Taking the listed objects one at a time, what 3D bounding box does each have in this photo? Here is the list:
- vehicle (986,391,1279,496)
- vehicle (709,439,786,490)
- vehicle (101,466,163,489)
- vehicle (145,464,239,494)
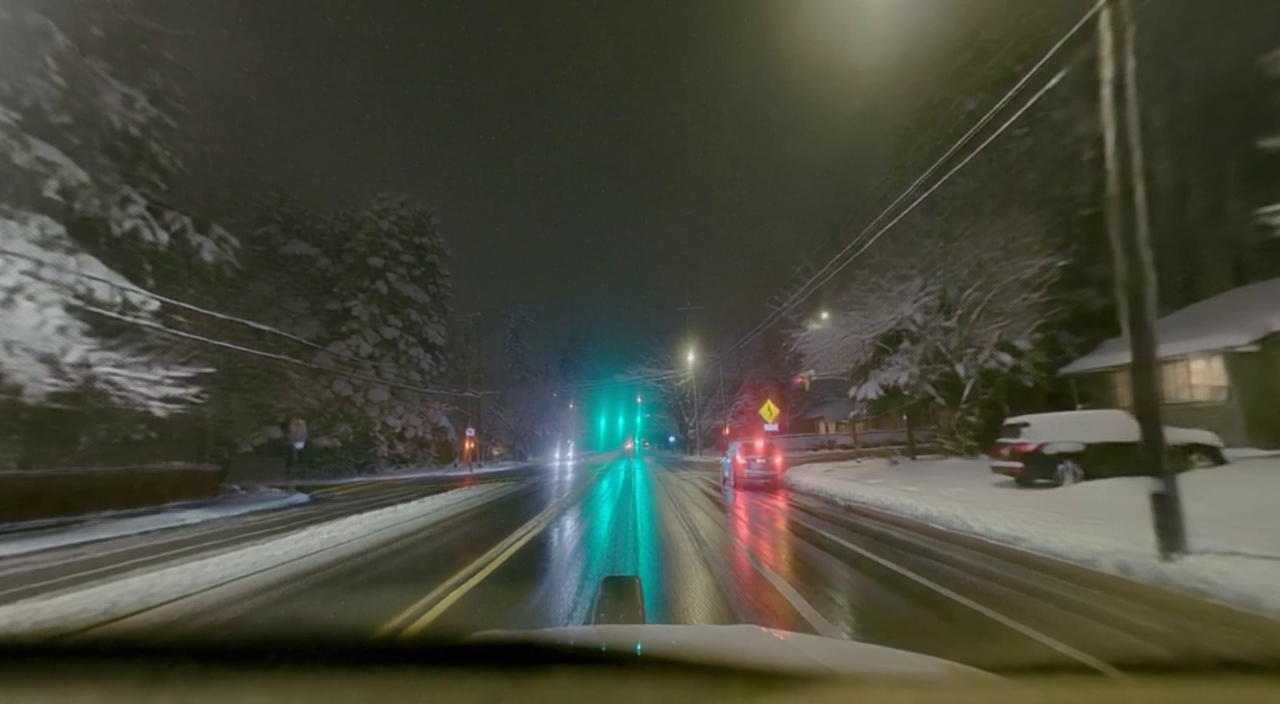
[{"bbox_3d":[10.147,2.031,13.534,4.434,1.730,2.081,-8,-11,23],"label":"vehicle"},{"bbox_3d":[3.789,4.032,23.066,1.900,1.661,4.346,0,-8,-2],"label":"vehicle"},{"bbox_3d":[-39.968,9.862,49.799,1.722,1.569,4.038,-1,-8,-4],"label":"vehicle"},{"bbox_3d":[-29.742,8.421,42.029,4.830,1.521,1.948,-5,-10,-1],"label":"vehicle"}]
